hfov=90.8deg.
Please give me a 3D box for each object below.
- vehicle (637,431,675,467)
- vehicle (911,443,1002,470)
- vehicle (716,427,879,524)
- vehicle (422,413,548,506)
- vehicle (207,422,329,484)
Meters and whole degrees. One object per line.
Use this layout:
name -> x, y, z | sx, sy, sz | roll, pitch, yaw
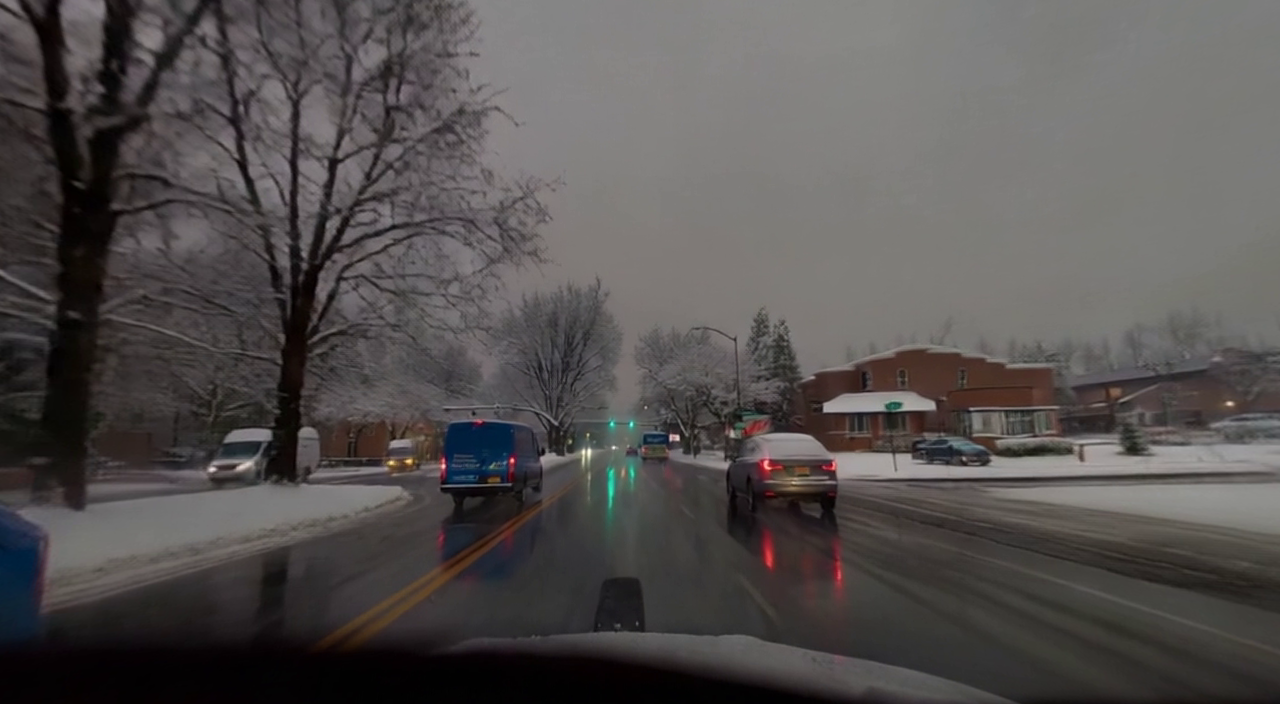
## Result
vehicle -> 1.118, 7.284, 47.568 | 2.397, 2.566, 5.324 | 0, -9, -4
vehicle -> 17.916, 5.899, 35.828 | 4.210, 1.480, 1.922 | 2, -9, -11
vehicle -> 3.027, 2.504, 13.339 | 2.087, 1.658, 4.612 | 0, -9, -2
vehicle -> -4.069, 2.945, 17.579 | 2.420, 2.227, 4.499 | 0, -9, -1
vehicle -> -23.636, 6.493, 40.854 | 2.883, 3.560, 8.400 | 0, -9, -1
